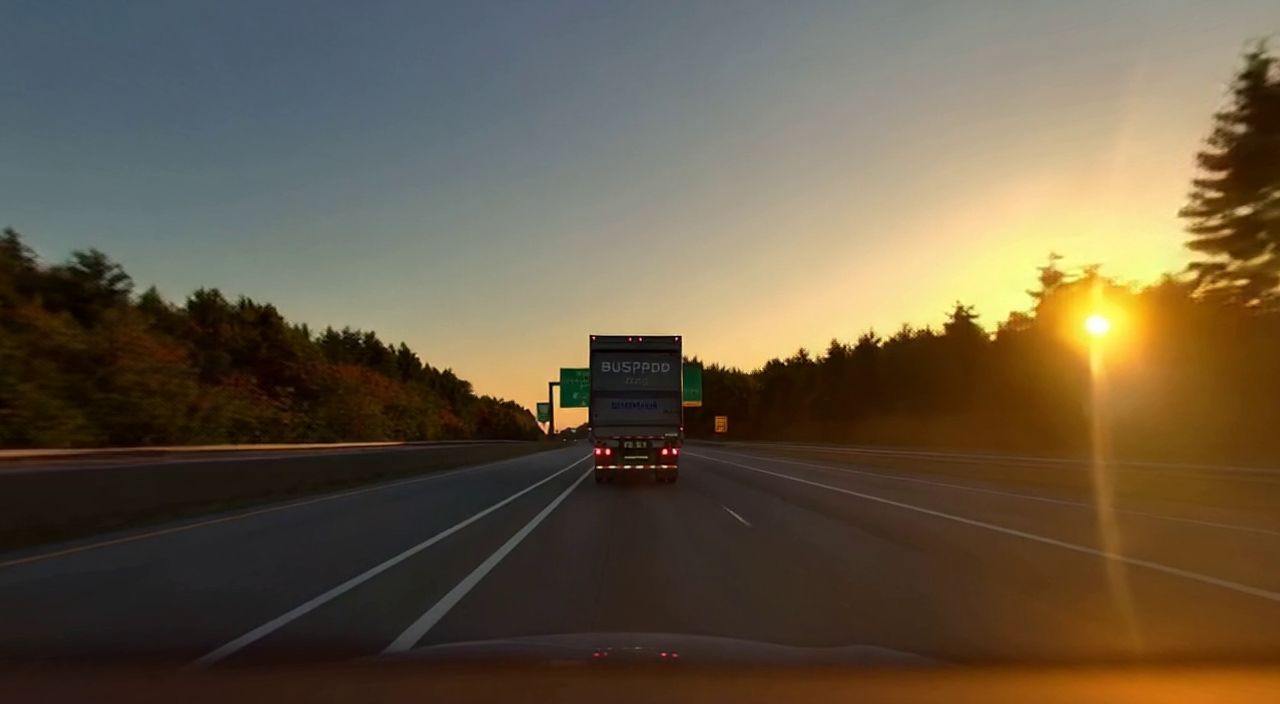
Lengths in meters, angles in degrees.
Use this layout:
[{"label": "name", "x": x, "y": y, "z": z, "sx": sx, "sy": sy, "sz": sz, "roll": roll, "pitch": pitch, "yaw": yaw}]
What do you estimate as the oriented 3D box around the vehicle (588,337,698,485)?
[{"label": "vehicle", "x": -0.043, "y": 2.129, "z": 20.937, "sx": 2.870, "sy": 3.911, "sz": 8.697, "roll": 0, "pitch": -8, "yaw": -2}]
